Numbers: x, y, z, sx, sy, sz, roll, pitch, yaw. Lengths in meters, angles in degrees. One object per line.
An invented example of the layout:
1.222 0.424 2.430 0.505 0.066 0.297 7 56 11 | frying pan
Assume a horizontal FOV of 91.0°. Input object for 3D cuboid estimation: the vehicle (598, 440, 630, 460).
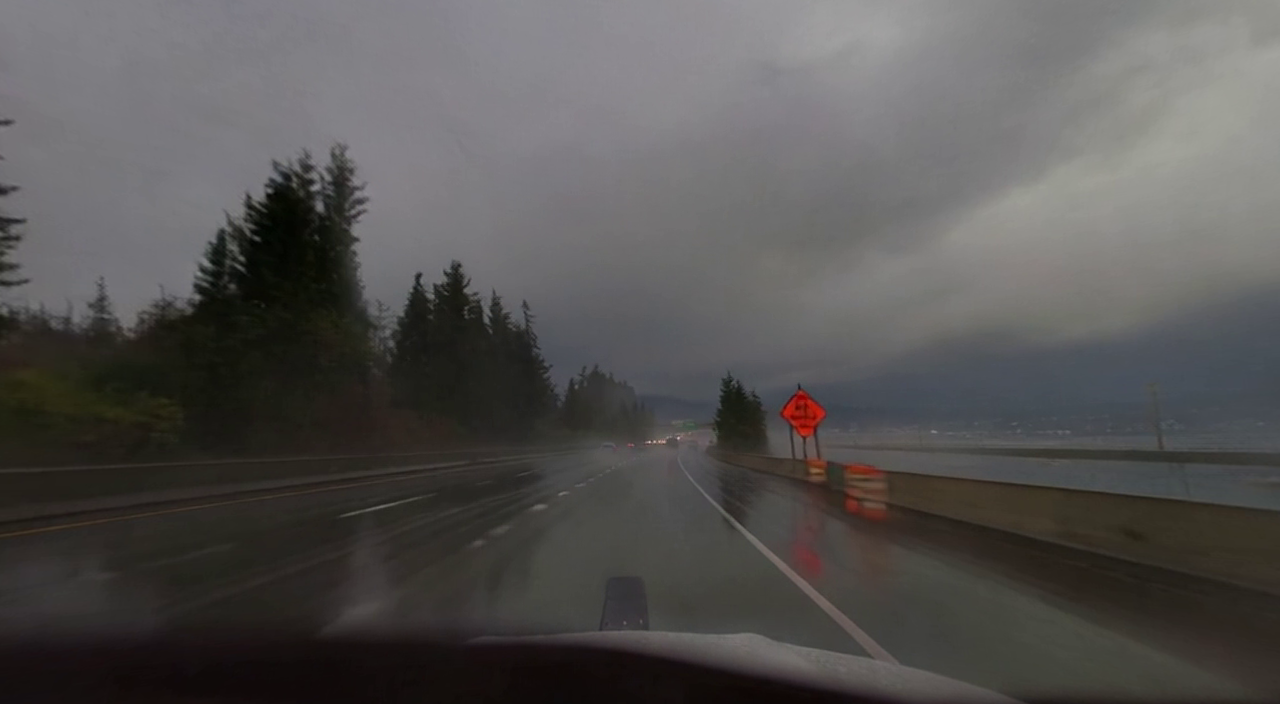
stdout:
-1.903 7.326 47.232 2.118 1.475 4.263 0 -8 2 | vehicle
